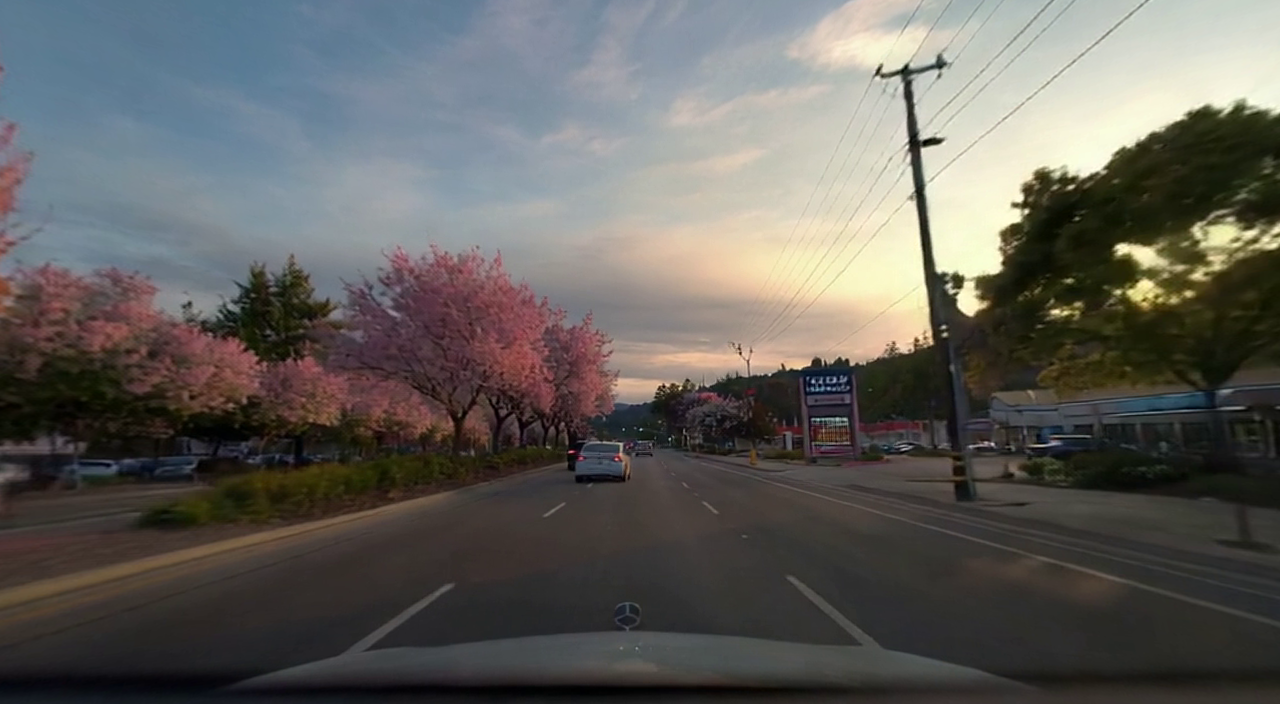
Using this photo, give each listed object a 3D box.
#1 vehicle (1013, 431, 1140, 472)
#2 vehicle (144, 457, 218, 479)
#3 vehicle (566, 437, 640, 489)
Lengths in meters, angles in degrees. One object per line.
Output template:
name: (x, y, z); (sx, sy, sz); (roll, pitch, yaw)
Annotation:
vehicle: (23.065, 5.312, 33.605); (2.265, 1.904, 6.201); (-1, -9, 0)
vehicle: (-34.466, 8.736, 47.323); (1.918, 1.457, 4.594); (0, -8, 4)
vehicle: (-1.206, 3.959, 22.783); (2.149, 1.701, 4.379); (0, -8, 4)
